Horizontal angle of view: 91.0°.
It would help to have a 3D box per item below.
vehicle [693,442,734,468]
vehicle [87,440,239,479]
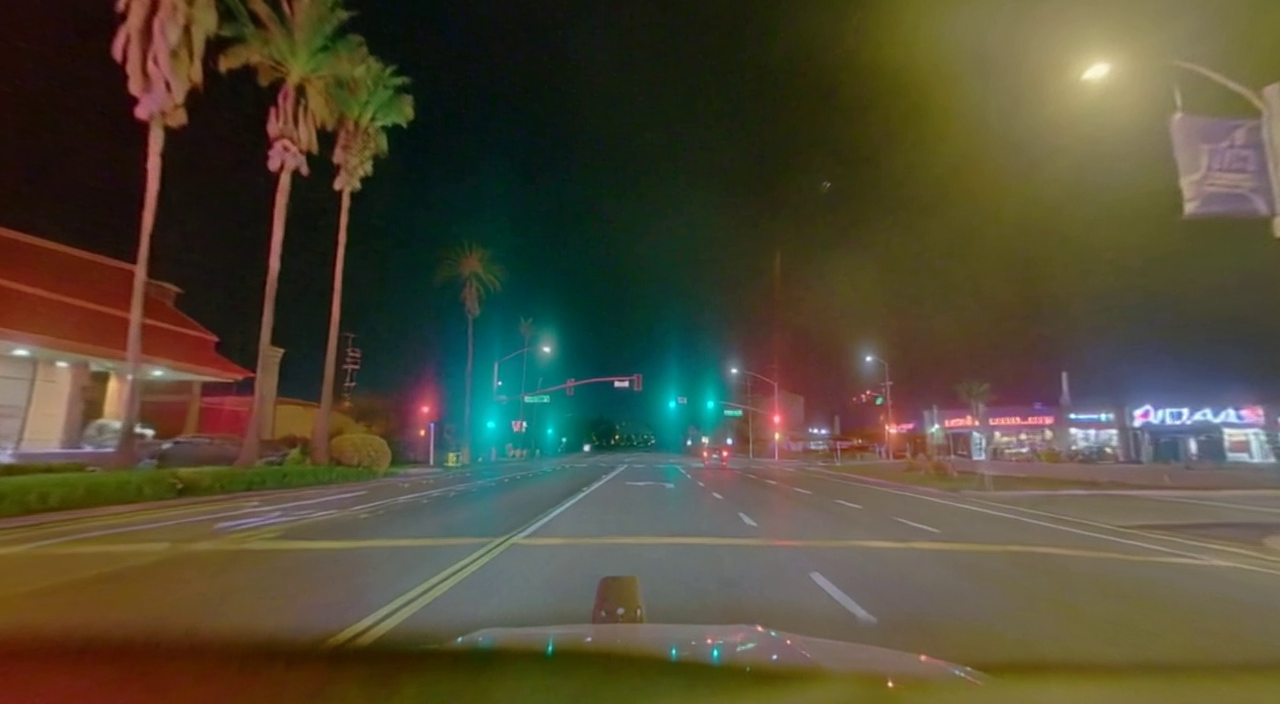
[{"bbox_3d":[4.536,6.449,39.552,2.065,1.507,4.225,0,-9,0],"label":"vehicle"},{"bbox_3d":[-18.206,4.105,24.170,4.277,1.453,1.913,0,-8,0],"label":"vehicle"}]
